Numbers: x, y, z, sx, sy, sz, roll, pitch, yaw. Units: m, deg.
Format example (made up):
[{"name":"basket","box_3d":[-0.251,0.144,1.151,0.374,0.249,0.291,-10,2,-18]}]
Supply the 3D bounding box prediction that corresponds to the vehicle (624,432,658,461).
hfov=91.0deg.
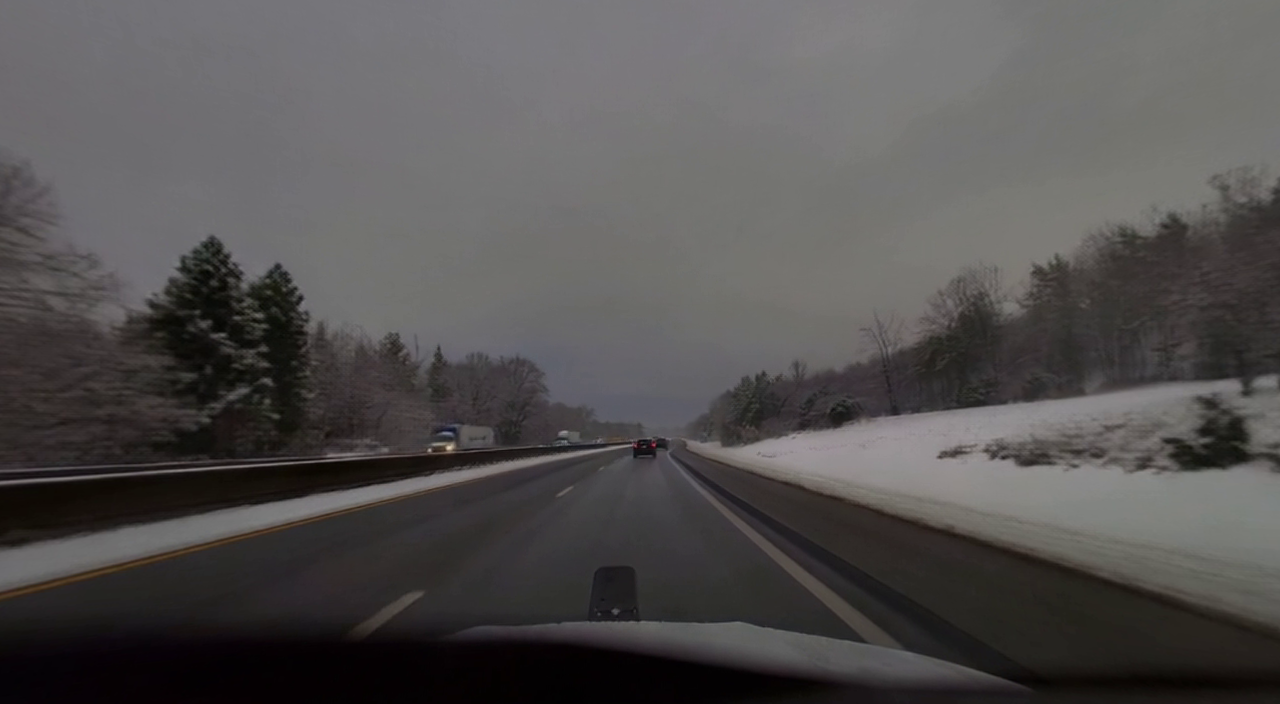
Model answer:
[{"name":"vehicle","box_3d":[0.109,6.457,43.104,2.188,1.825,4.282,-1,-8,1]}]

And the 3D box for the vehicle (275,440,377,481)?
[{"name":"vehicle","box_3d":[-13.908,4.805,28.270,1.981,1.665,4.725,-1,-8,2]}]
